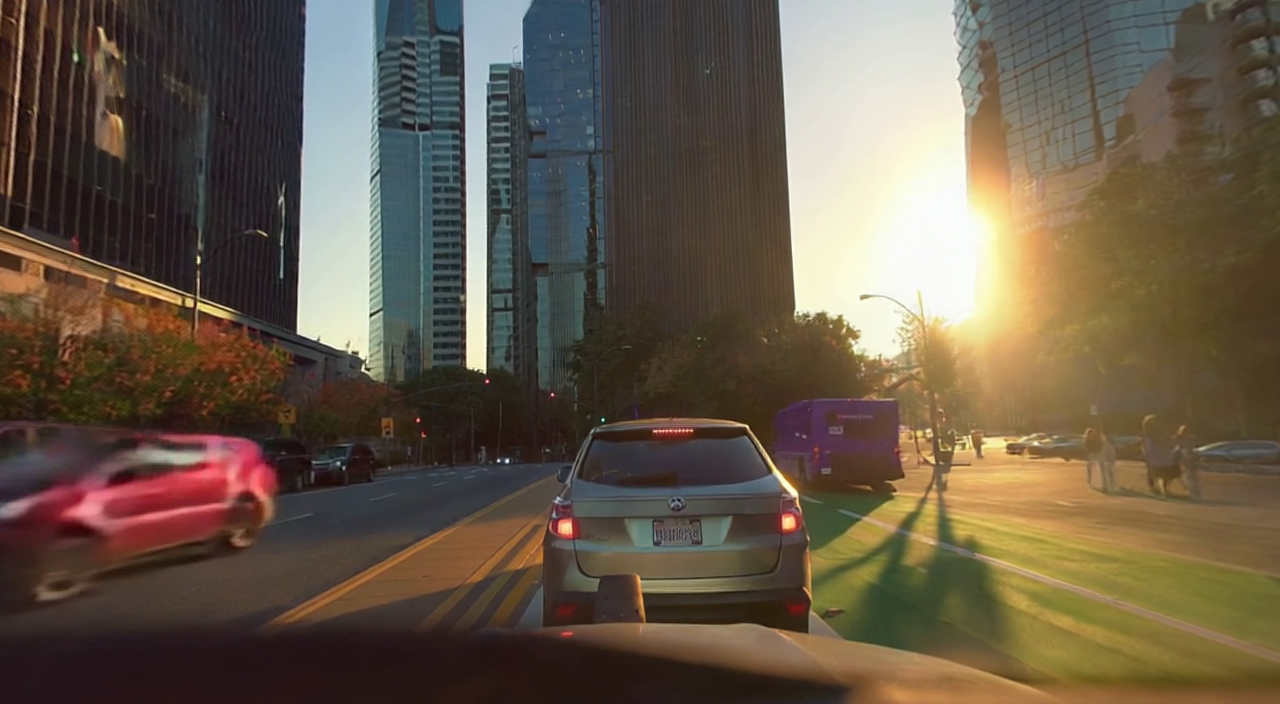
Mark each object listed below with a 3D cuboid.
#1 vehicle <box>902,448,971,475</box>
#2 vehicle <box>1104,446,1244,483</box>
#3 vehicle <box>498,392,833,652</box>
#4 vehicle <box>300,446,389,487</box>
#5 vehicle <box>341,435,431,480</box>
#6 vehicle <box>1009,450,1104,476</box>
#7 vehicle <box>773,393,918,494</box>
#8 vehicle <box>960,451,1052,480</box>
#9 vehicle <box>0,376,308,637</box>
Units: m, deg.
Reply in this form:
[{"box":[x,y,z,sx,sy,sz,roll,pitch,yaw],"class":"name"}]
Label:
[{"box":[21.854,8.027,46.577,4.211,1.820,2.094,-6,-10,35],"class":"vehicle"},{"box":[30.832,6.479,36.813,5.890,1.996,2.155,-6,-10,34],"class":"vehicle"},{"box":[0.205,1.426,6.305,2.192,1.695,4.142,0,-8,1],"class":"vehicle"},{"box":[-11.587,4.495,25.095,1.791,1.463,4.210,0,-9,-4],"class":"vehicle"},{"box":[-12.103,5.065,30.605,2.338,1.963,5.740,0,-9,-4],"class":"vehicle"},{"box":[28.035,7.445,42.690,5.153,1.626,1.895,-6,-10,33],"class":"vehicle"},{"box":[7.185,3.411,23.516,3.113,3.116,7.650,0,-8,3],"class":"vehicle"},{"box":[23.873,7.394,41.308,4.956,1.706,1.822,-6,-10,33],"class":"vehicle"},{"box":[-5.674,1.379,6.441,2.198,1.779,4.926,1,-9,-5],"class":"vehicle"}]
